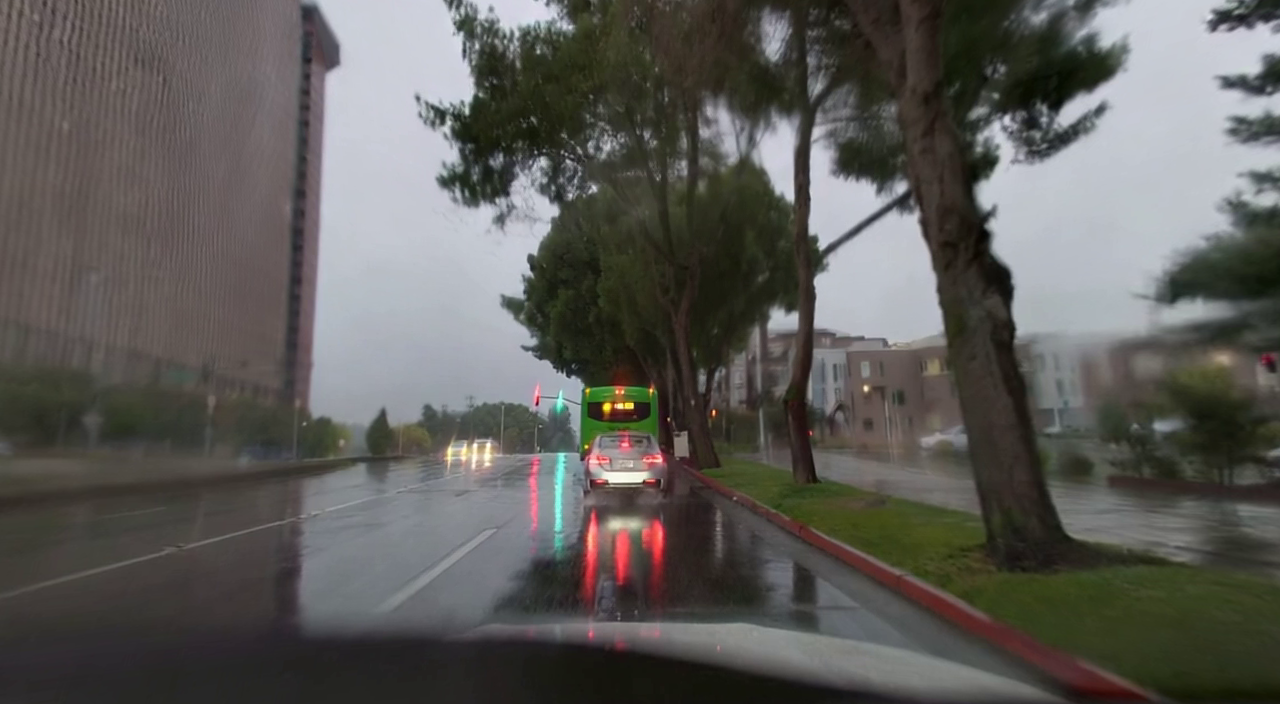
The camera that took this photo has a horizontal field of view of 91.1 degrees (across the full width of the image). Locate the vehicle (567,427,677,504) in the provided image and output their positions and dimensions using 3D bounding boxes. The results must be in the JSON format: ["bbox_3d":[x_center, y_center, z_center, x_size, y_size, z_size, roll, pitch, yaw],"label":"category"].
[{"bbox_3d":[-0.385,2.410,13.887,2.064,1.452,3.942,0,-8,-1],"label":"vehicle"}]

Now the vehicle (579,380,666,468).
[{"bbox_3d":[-0.374,3.453,29.104,2.900,3.182,12.613,0,-8,3],"label":"vehicle"}]
